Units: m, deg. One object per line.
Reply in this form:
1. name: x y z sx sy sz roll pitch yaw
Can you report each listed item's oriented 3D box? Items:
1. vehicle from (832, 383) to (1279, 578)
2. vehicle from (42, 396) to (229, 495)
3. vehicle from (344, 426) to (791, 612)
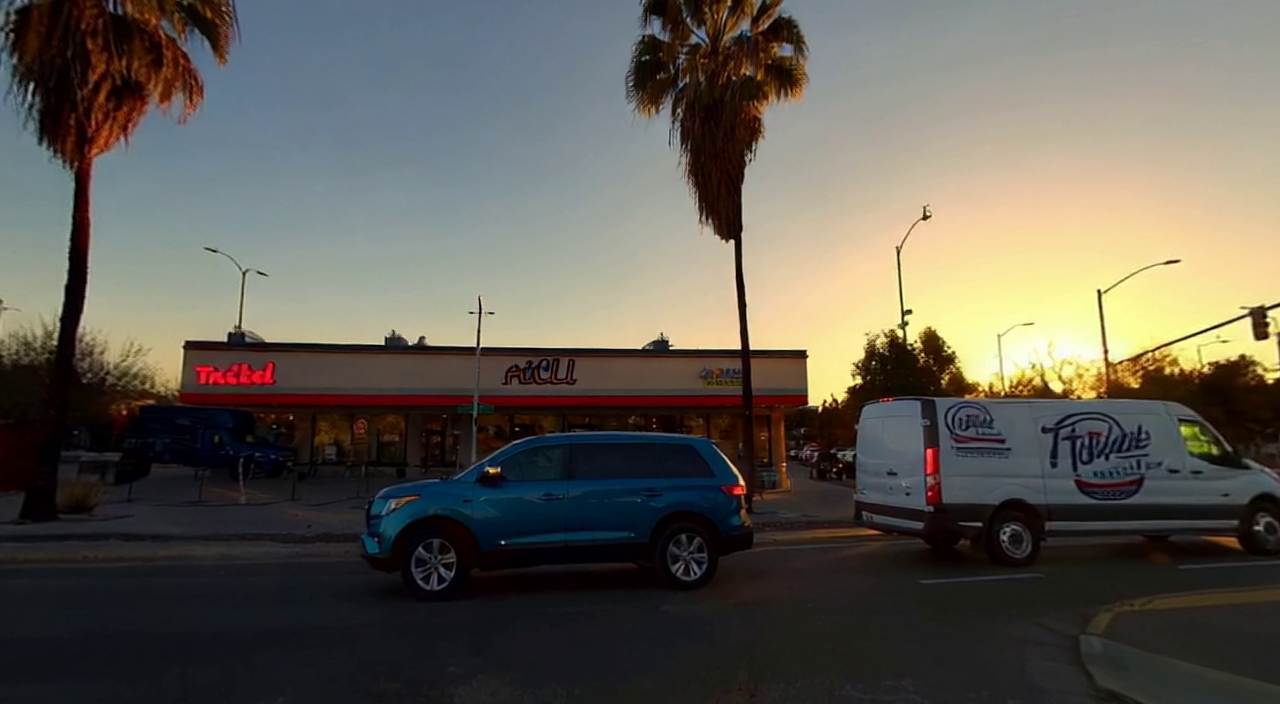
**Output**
1. vehicle: 6.229 1.680 8.943 6.246 2.202 2.277 1 -9 -10
2. vehicle: -22.789 4.337 29.344 3.034 3.929 7.699 1 -9 -8
3. vehicle: -0.792 1.799 7.538 4.493 1.728 2.137 1 -9 -11
